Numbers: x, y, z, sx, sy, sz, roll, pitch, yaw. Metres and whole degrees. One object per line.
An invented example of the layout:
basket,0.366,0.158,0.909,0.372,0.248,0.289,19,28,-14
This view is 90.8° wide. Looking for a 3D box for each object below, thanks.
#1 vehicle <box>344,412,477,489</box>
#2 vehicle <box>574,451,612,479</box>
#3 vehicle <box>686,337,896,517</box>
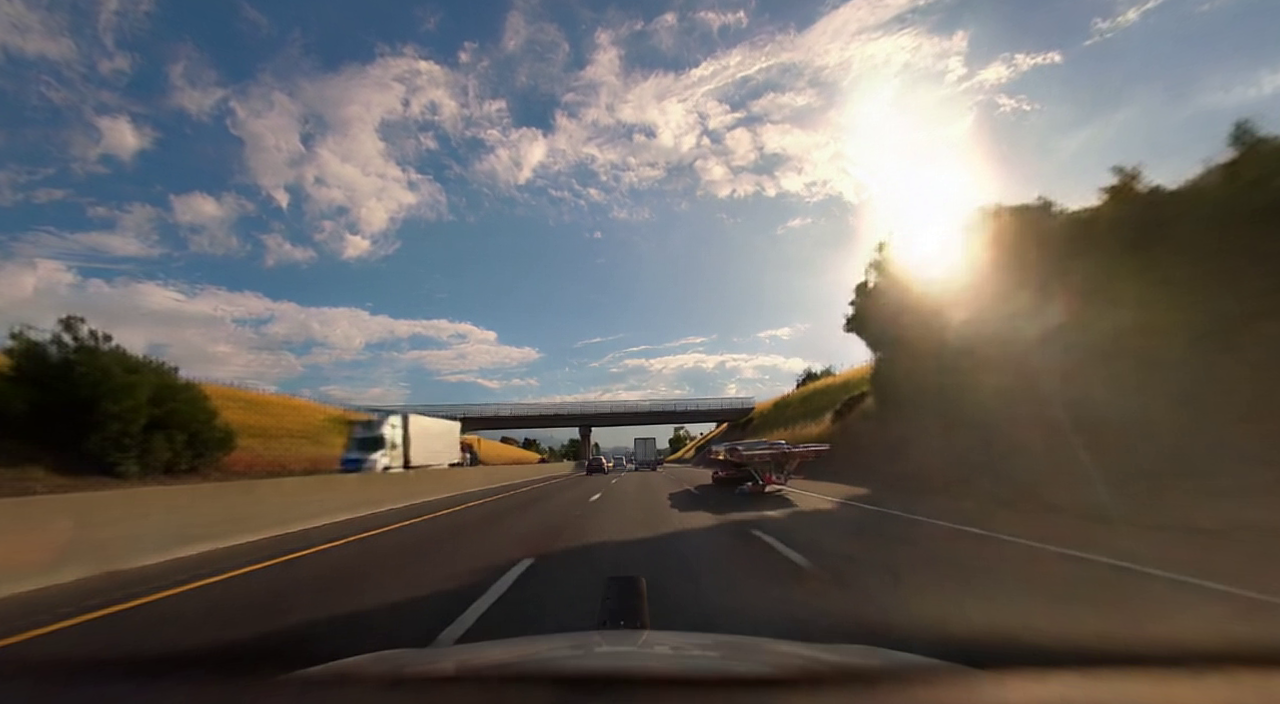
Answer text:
vehicle,-14.662,6.648,42.794,2.885,4.151,16.611,0,-9,0
vehicle,-2.906,7.048,39.646,2.007,1.647,3.854,0,-9,1
vehicle,3.961,2.920,22.500,3.131,4.037,16.729,0,-9,-1
